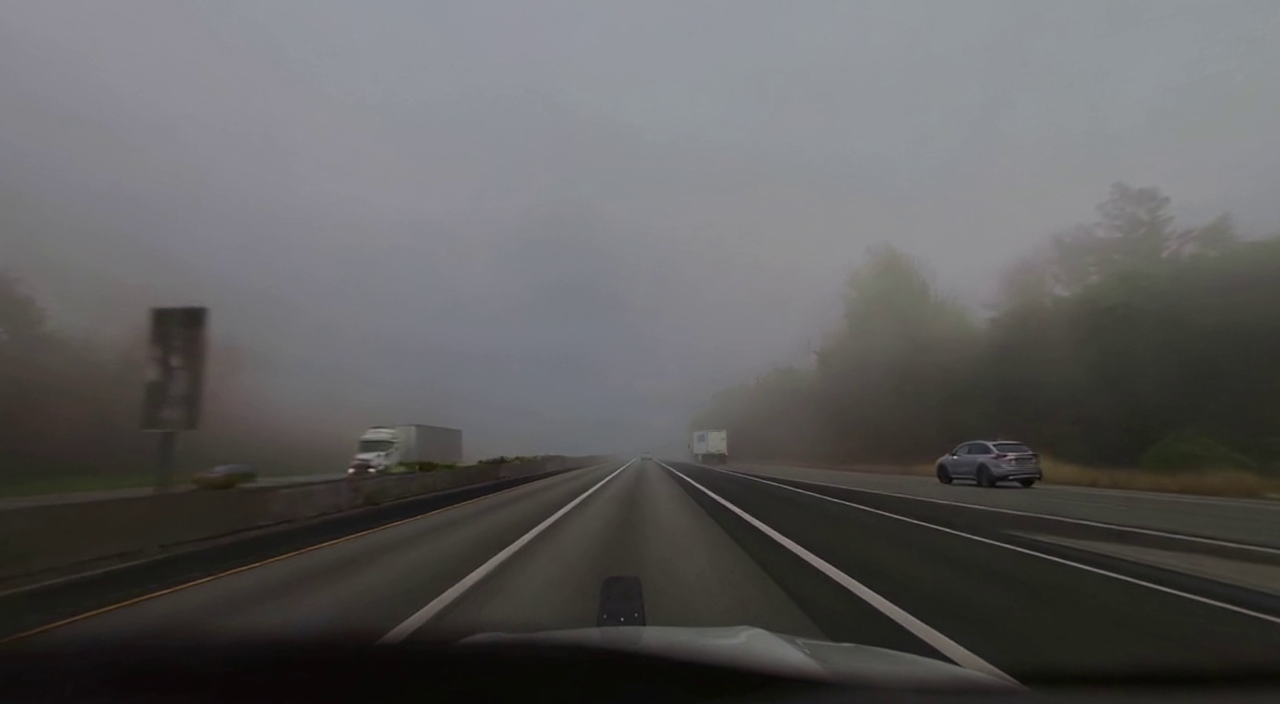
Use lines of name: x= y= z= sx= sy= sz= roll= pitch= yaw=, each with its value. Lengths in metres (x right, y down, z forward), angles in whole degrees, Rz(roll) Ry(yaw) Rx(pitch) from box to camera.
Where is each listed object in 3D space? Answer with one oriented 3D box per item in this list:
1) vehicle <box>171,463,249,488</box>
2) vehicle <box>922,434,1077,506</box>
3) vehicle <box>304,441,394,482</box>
vehicle: x=-27.989 y=8.043 z=41.220 sx=2.002 sy=1.460 sz=4.306 roll=0 pitch=-9 yaw=1
vehicle: x=10.157 y=3.340 z=18.200 sx=2.038 sy=1.823 sz=3.744 roll=1 pitch=-9 yaw=-4
vehicle: x=-16.113 y=6.099 z=35.245 sx=2.541 sy=2.093 sz=4.941 roll=0 pitch=-9 yaw=1
